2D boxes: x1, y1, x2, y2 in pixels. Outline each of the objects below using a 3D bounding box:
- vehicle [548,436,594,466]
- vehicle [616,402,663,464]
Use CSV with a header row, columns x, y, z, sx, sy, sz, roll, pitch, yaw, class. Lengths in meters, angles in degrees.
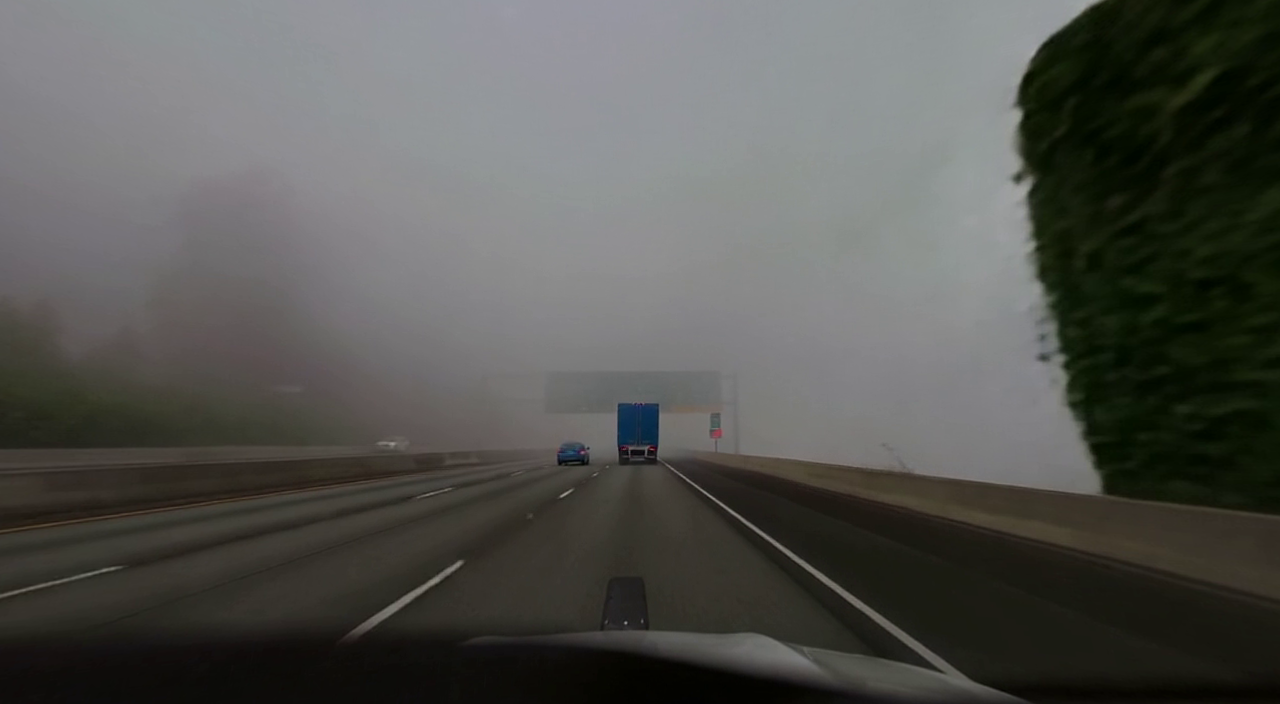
x,y,z,sx,sy,sz,roll,pitch,yaw,class
-4.140,6.048,38.514,2.186,1.716,4.672,0,-8,0,vehicle
-0.130,6.485,49.417,3.078,4.031,16.069,0,-8,-1,vehicle
